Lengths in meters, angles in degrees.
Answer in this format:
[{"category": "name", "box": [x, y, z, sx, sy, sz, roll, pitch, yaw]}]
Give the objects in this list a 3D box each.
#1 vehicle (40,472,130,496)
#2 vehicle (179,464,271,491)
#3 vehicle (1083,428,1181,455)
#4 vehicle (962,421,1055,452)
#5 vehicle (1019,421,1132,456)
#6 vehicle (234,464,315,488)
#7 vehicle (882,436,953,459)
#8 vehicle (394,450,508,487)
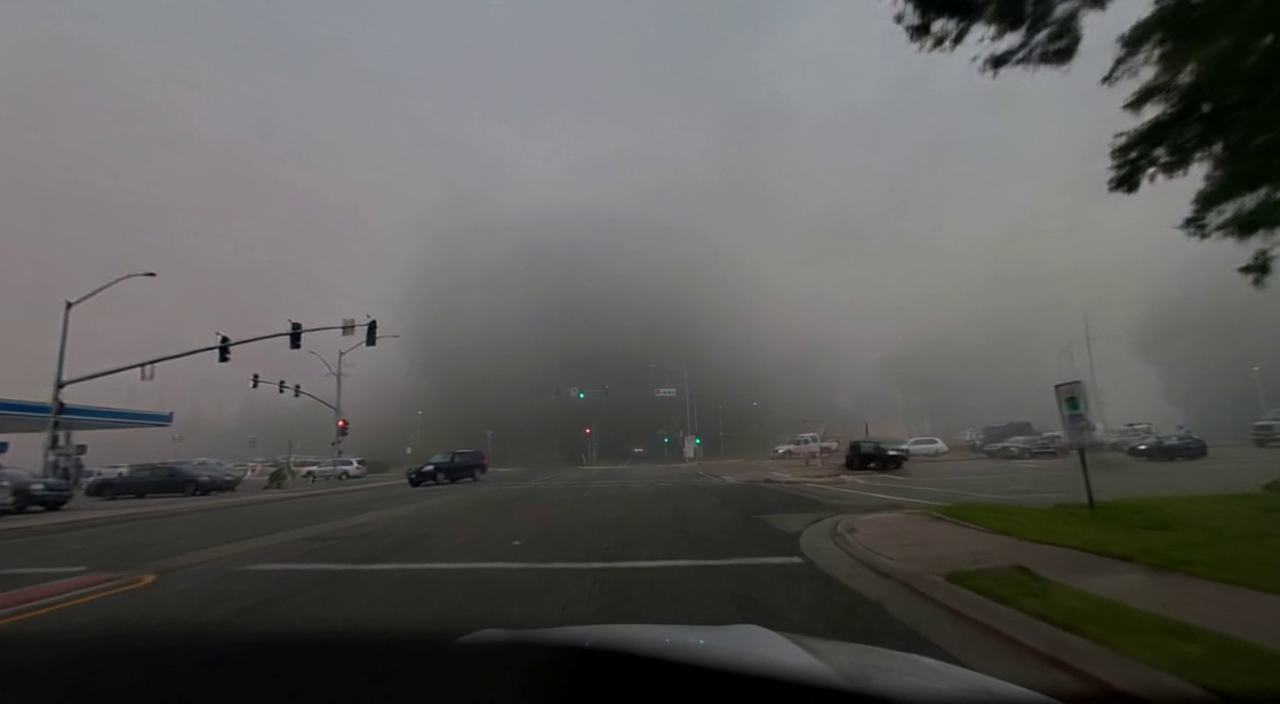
[{"category": "vehicle", "box": [-37.779, 8.989, 43.057, 4.182, 1.452, 1.954, 0, -9, -1]}, {"category": "vehicle", "box": [-25.599, 7.755, 39.075, 4.407, 1.565, 1.861, 0, -9, 2]}, {"category": "vehicle", "box": [30.362, 5.537, 39.073, 4.286, 1.519, 2.070, -1, -9, -2]}, {"category": "vehicle", "box": [28.970, 6.701, 49.852, 5.625, 2.303, 2.592, 0, -9, 2]}, {"category": "vehicle", "box": [30.458, 6.081, 44.301, 6.052, 2.171, 2.511, -2, -8, -5]}, {"category": "vehicle", "box": [-25.806, 8.761, 44.732, 4.448, 1.525, 1.835, 1, -9, -4]}, {"category": "vehicle", "box": [21.641, 7.450, 49.415, 4.578, 1.756, 2.042, 1, -9, -6]}, {"category": "vehicle", "box": [-8.327, 5.131, 28.286, 1.920, 1.496, 4.763, -5, -10, 31]}]
